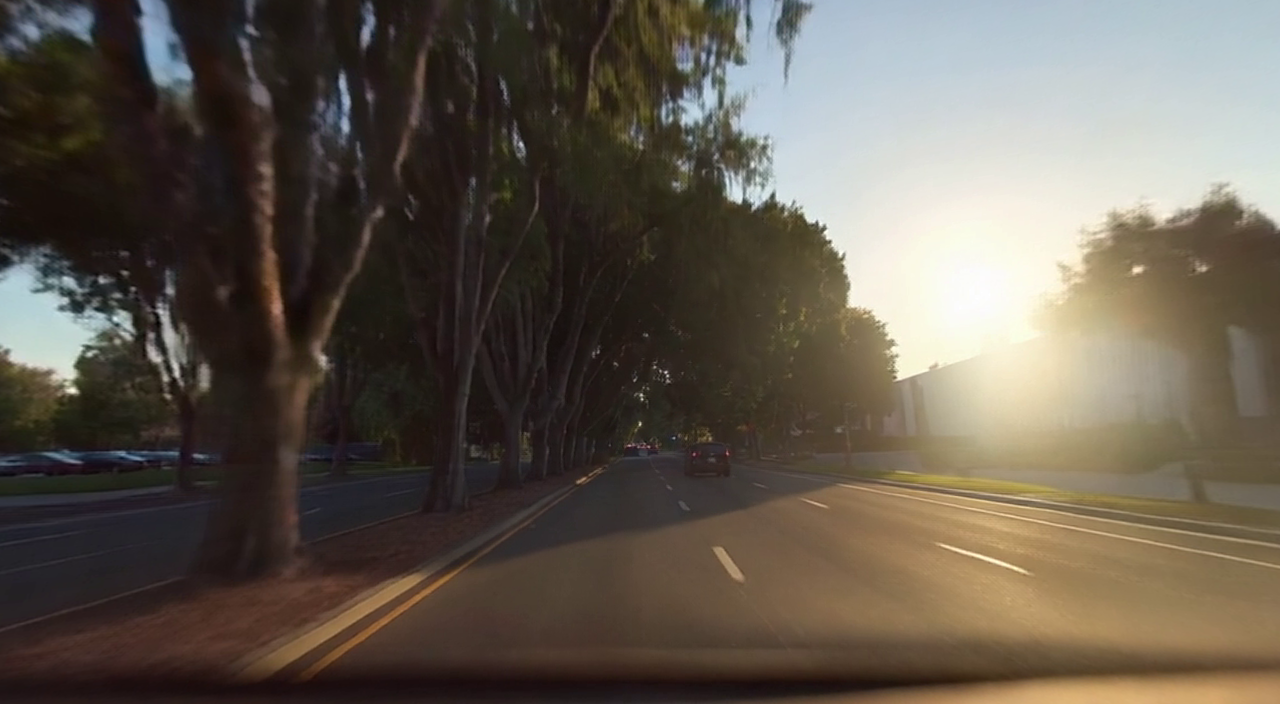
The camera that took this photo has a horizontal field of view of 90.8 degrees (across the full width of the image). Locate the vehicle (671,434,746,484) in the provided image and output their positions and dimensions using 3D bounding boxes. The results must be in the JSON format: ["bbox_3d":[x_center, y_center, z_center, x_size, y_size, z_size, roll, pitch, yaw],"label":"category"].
[{"bbox_3d":[2.523,4.097,24.502,2.240,1.740,4.605,0,-8,-2],"label":"vehicle"}]
